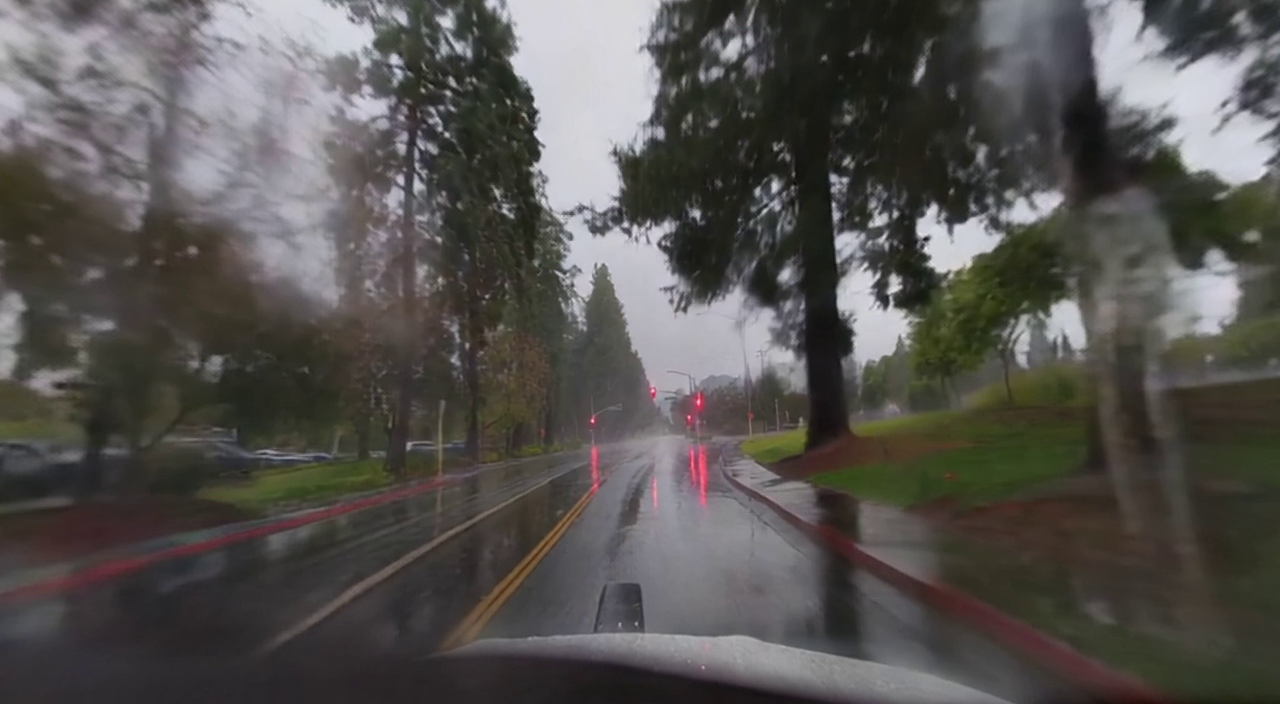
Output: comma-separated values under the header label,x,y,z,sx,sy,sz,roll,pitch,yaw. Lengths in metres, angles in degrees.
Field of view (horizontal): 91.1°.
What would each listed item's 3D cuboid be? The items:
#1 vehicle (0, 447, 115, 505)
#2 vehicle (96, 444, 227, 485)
label,x,y,z,sx,sy,sz,roll,pitch,yaw
vehicle,-19.550,3.892,19.894,4.342,1.651,1.966,6,-10,-38
vehicle,-20.074,4.657,26.463,4.187,1.510,1.857,6,-11,-40
